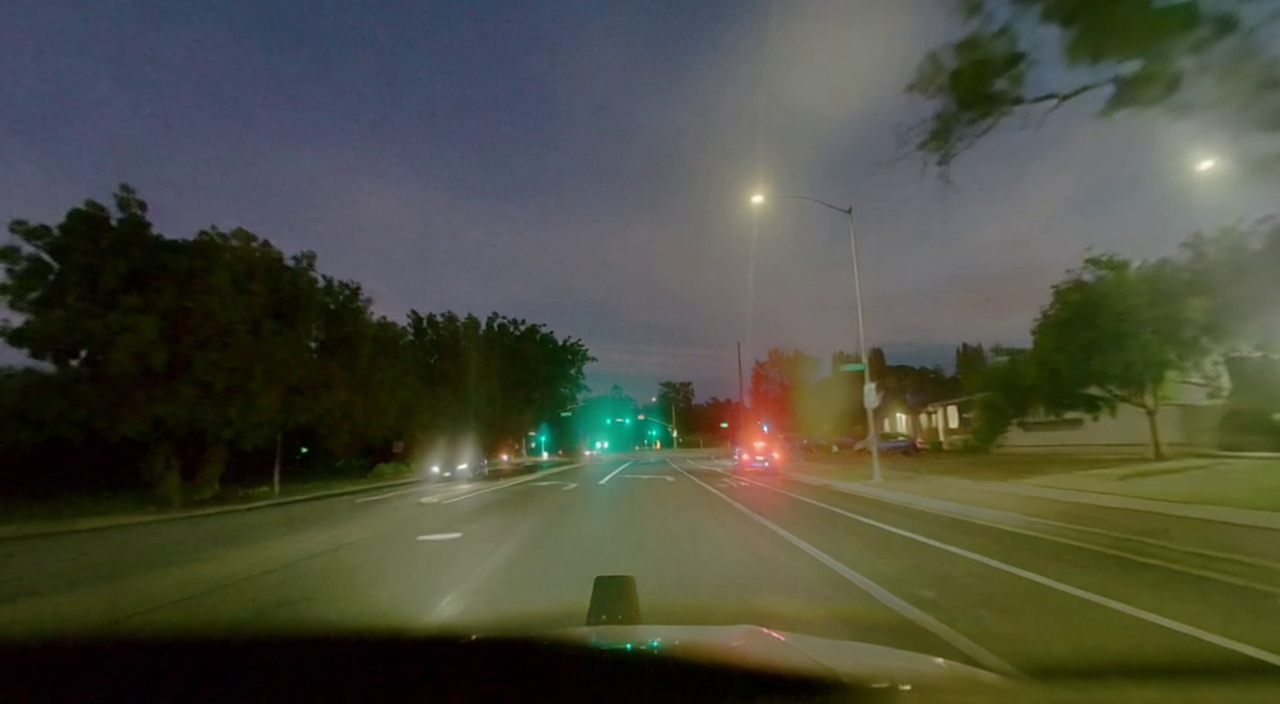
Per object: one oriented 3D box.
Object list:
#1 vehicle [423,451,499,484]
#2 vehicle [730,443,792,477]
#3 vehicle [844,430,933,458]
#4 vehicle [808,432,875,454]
[{"bbox_3d":[-8.720,5.657,31.291,2.067,1.491,4.807,-1,-9,4],"label":"vehicle"},{"bbox_3d":[5.470,4.929,29.177,1.917,1.440,4.335,0,-9,-1],"label":"vehicle"},{"bbox_3d":[13.663,5.062,34.937,4.164,1.470,1.921,0,-7,3],"label":"vehicle"},{"bbox_3d":[14.531,6.592,45.737,4.210,1.474,1.799,-1,-8,2],"label":"vehicle"}]
